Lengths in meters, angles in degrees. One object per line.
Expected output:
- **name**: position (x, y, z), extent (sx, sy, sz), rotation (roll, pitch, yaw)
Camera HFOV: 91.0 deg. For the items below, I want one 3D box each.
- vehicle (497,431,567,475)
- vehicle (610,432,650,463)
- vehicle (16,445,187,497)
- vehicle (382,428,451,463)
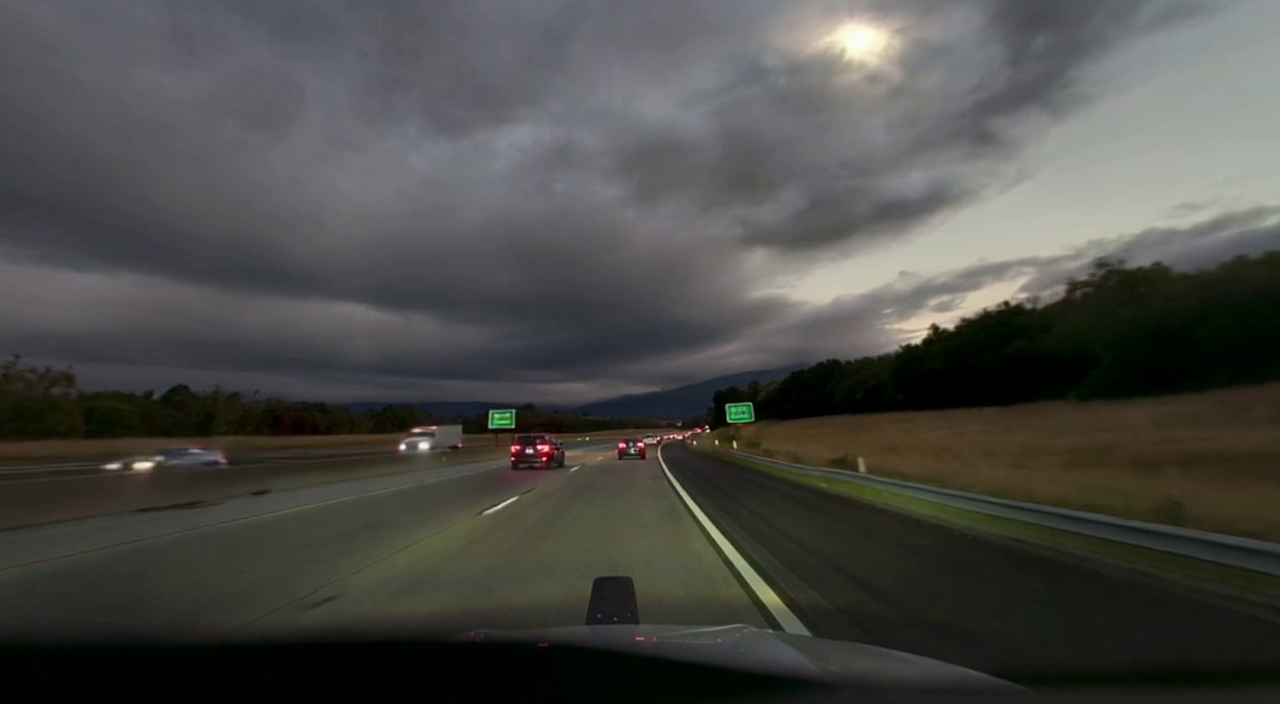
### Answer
- **vehicle**: position (-4.396, 4.204, 26.387), extent (2.075, 1.653, 4.317), rotation (-1, -8, 1)
- **vehicle**: position (-0.521, 5.444, 35.844), extent (2.146, 1.636, 4.026), rotation (0, -8, 0)
- **vehicle**: position (-16.973, 3.730, 20.174), extent (1.803, 1.451, 4.112), rotation (-1, -8, 1)
- **vehicle**: position (-15.407, 6.481, 43.836), extent (2.565, 2.213, 5.866), rotation (-1, -8, 1)
